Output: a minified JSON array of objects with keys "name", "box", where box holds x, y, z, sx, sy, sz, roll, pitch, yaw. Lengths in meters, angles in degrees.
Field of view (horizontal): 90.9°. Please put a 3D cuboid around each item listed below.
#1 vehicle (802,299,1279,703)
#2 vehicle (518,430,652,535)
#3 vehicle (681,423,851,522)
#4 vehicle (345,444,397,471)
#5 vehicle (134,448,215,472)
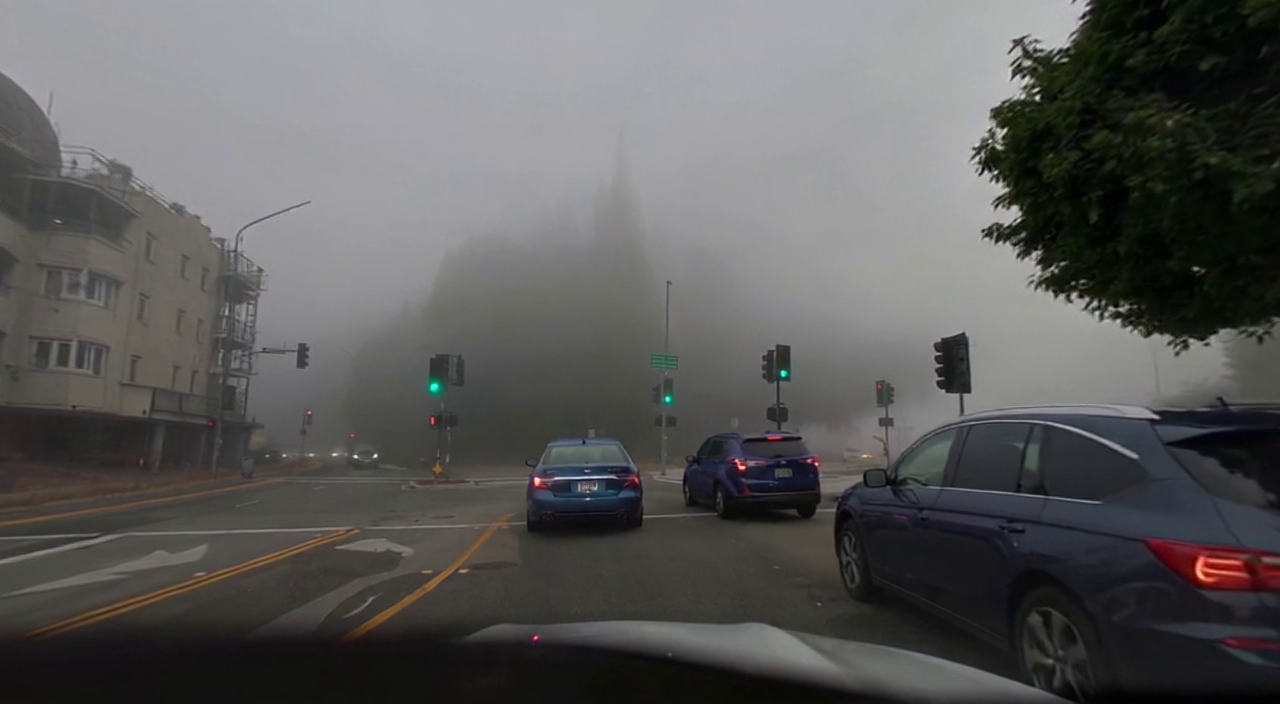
[{"name":"vehicle","box":[3.078,1.068,4.419,2.320,1.772,4.872,0,-9,-3]},{"name":"vehicle","box":[-1.204,2.365,12.029,2.132,1.632,3.889,1,-9,-10]},{"name":"vehicle","box":[2.393,2.452,13.361,2.103,1.710,4.396,1,-9,-9]},{"name":"vehicle","box":[-18.223,7.156,42.947,2.303,1.692,4.571,1,-9,-11]},{"name":"vehicle","box":[-32.838,7.606,44.460,4.653,1.459,2.228,-2,-8,18]}]
